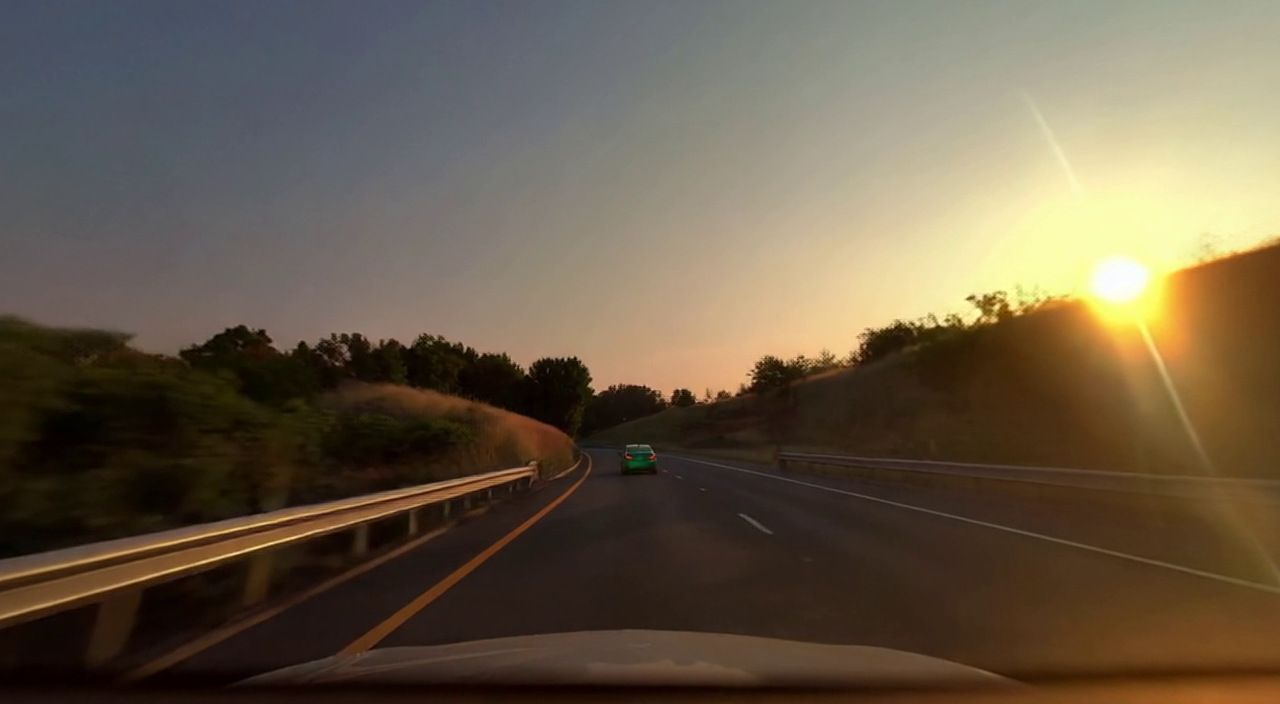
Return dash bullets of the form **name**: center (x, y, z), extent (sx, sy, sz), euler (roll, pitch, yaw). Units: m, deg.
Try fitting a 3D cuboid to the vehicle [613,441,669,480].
- **vehicle**: center (-0.046, 4.481, 26.394), extent (2.029, 1.474, 4.183), euler (0, -9, -4)
